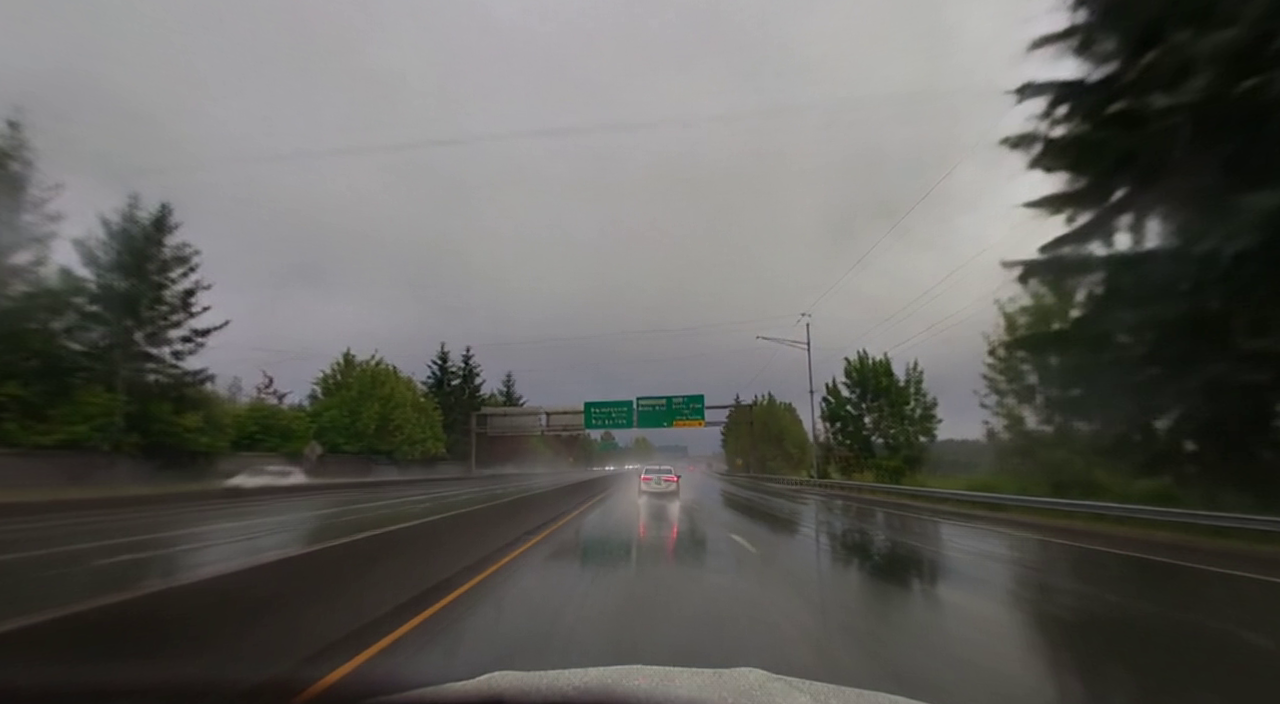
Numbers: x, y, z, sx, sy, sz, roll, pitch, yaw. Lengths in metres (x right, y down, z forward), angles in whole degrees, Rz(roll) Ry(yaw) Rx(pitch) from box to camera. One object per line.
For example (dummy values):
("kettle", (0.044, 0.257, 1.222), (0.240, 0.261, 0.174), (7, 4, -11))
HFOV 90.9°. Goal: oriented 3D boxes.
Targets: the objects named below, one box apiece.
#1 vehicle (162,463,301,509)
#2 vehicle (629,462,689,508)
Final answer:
("vehicle", (-14.980, 4.931, 23.506), (1.980, 1.476, 4.619), (1, -10, 1))
("vehicle", (0.643, 4.793, 23.030), (1.987, 1.480, 3.786), (1, -10, 0))
